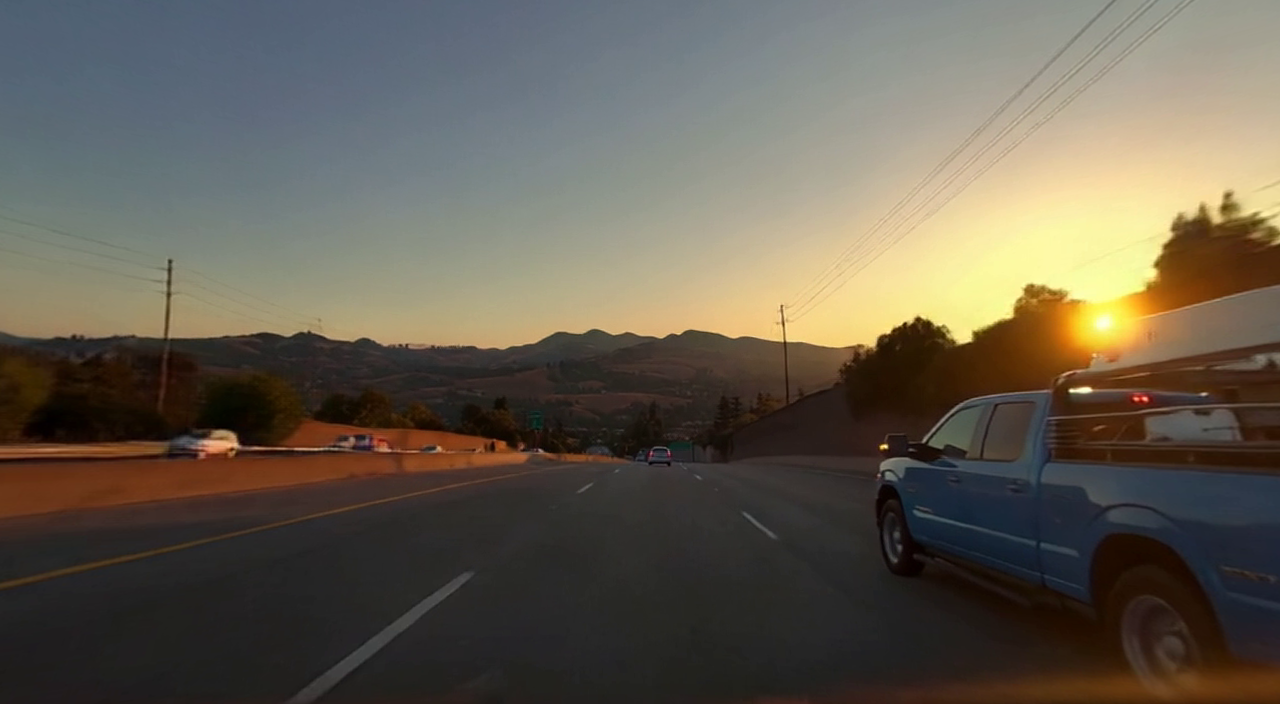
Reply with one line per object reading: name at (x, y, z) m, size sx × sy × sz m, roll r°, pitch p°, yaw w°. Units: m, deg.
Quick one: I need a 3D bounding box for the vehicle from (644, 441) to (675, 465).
vehicle at (1.333, 7.087, 44.174) m, size 2.034 × 1.549 × 4.147 m, roll 0°, pitch -9°, yaw 0°

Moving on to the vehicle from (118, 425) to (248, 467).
vehicle at (-25.288, 5.278, 35.182) m, size 2.321 × 2.109 × 6.362 m, roll 0°, pitch -9°, yaw 2°

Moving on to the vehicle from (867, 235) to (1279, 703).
vehicle at (3.881, 0.849, 3.886) m, size 2.538 × 2.228 × 6.370 m, roll 0°, pitch -9°, yaw 0°
